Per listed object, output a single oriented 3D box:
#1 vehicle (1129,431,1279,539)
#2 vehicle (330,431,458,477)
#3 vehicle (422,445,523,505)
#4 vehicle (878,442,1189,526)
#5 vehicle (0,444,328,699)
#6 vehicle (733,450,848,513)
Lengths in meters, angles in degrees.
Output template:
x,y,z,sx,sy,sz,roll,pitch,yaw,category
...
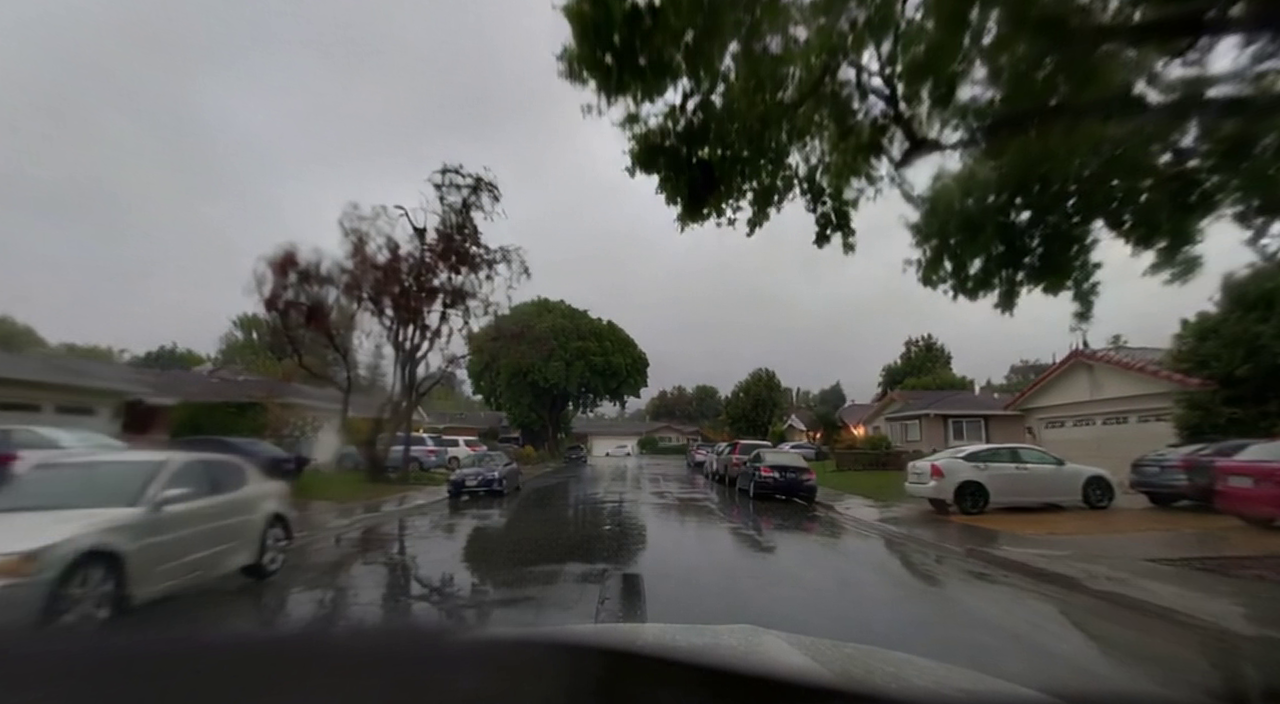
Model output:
x,y,z,sx,sy,sz,roll,pitch,yaw,category
10.817,1.954,9.736,4.783,1.469,2.007,-1,-7,2,vehicle
-10.557,4.415,27.476,4.641,1.844,2.243,1,-8,-5,vehicle
-4.987,3.692,19.445,1.943,1.602,4.172,0,-8,0,vehicle
7.499,2.535,12.467,4.818,1.502,1.867,0,-8,2,vehicle
-4.732,1.458,4.958,2.189,1.421,4.659,0,-8,0,vehicle
4.034,3.551,17.900,2.042,1.456,4.903,0,-8,0,vehicle
